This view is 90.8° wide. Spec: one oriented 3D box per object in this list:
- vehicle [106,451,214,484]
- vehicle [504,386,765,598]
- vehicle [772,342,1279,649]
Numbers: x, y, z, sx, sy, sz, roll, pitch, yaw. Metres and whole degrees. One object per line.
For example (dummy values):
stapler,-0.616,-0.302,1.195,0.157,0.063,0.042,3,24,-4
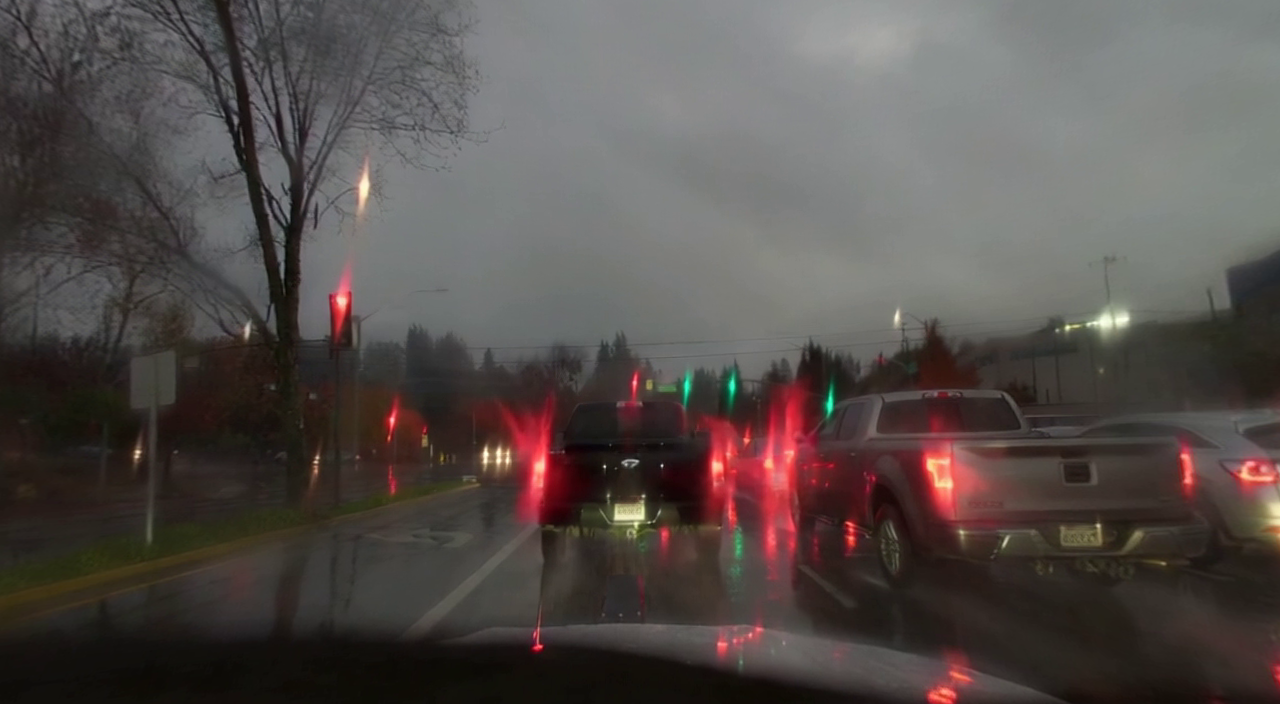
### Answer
vehicle,-26.404,6.326,34.993,4.437,1.669,1.936,5,-10,-30
vehicle,-0.075,1.574,8.026,2.240,1.821,5.001,0,-9,-1
vehicle,3.312,1.321,6.932,2.412,1.953,5.682,0,-9,-1
